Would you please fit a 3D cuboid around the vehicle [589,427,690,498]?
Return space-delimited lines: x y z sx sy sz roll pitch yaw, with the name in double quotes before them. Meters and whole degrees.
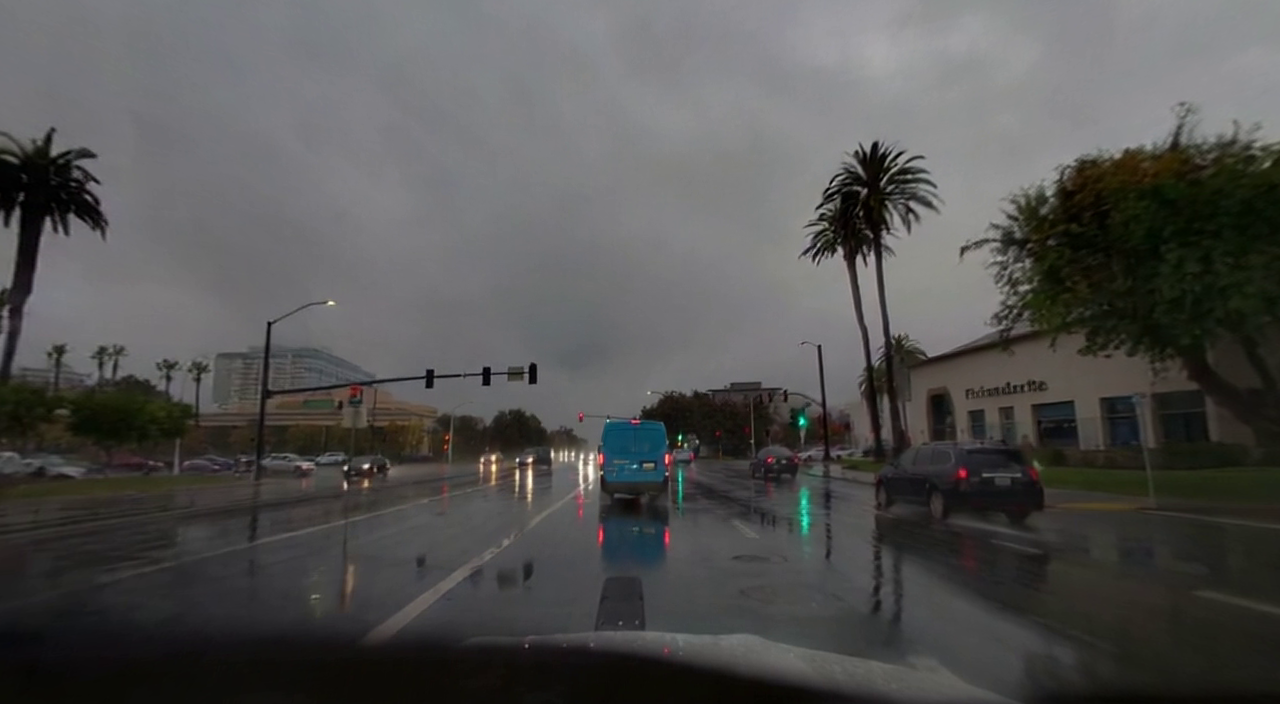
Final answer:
"vehicle" -0.103 3.546 20.687 2.848 1.991 5.706 0 -9 -2

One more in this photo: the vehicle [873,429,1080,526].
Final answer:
"vehicle" 7.130 2.686 14.097 2.023 1.771 4.488 0 -9 -2

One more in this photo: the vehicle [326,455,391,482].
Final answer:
"vehicle" -16.845 6.969 38.037 1.953 1.480 4.632 0 -9 -3

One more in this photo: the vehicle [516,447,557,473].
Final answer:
"vehicle" -6.953 7.275 42.777 2.109 1.653 4.681 0 -9 -2

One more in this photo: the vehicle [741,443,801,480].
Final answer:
"vehicle" 6.508 5.497 31.916 1.931 1.692 4.267 0 -9 -2
